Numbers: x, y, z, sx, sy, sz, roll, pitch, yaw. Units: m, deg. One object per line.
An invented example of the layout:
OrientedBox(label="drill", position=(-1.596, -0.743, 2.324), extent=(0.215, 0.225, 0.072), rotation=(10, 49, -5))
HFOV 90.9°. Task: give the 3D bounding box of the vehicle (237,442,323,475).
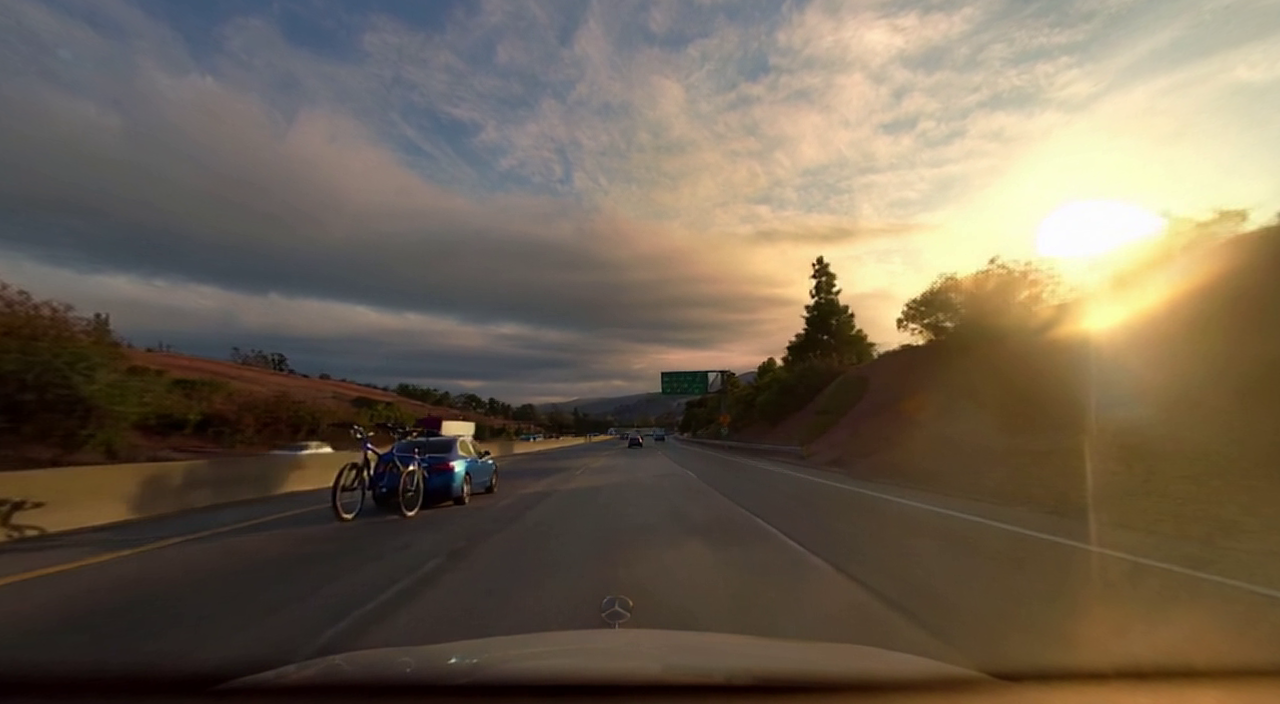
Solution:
OrientedBox(label="vehicle", position=(-17.761, 5.250, 31.322), extent=(1.855, 1.444, 4.044), rotation=(0, -8, 0))

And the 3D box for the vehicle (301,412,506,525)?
OrientedBox(label="vehicle", position=(-3.964, 2.007, 11.542), extent=(2.064, 1.647, 4.381), rotation=(0, -8, 0))
